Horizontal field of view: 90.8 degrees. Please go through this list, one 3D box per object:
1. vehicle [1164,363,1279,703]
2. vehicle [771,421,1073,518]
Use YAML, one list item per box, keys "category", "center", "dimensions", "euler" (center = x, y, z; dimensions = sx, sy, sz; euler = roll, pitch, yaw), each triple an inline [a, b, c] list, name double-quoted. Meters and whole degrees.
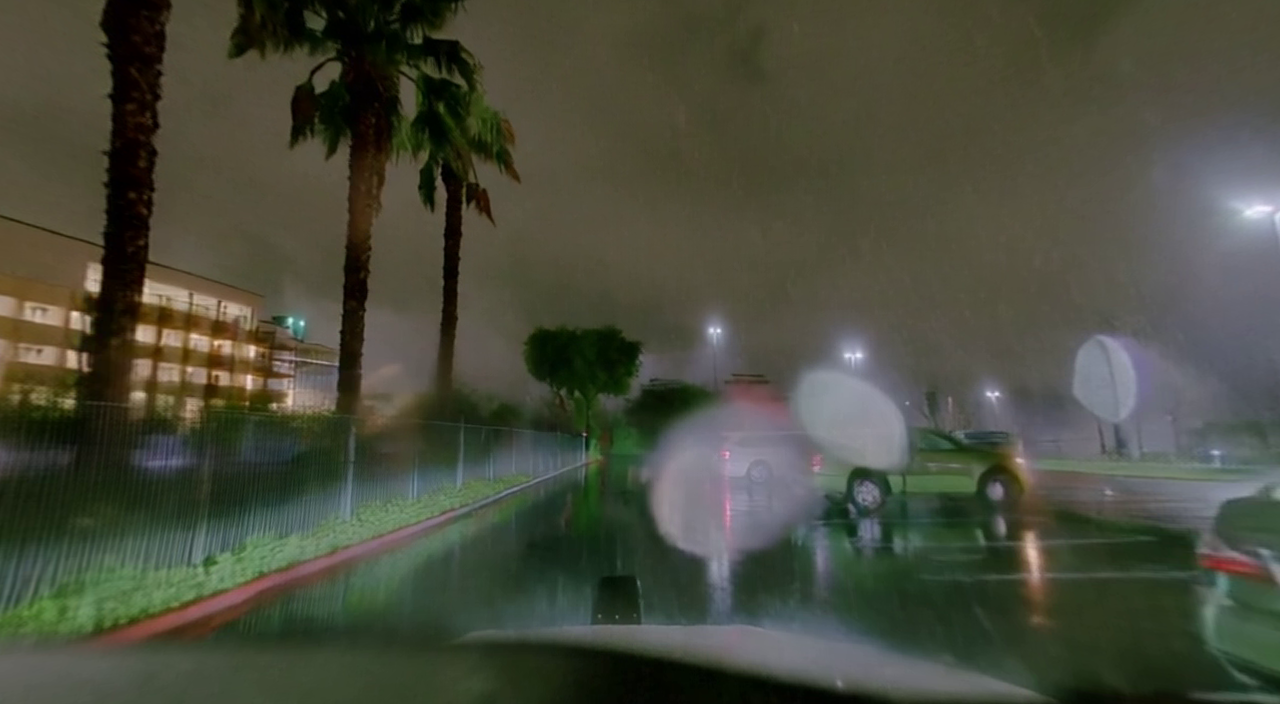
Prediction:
- category: "vehicle"
  center: [5.037, 0.881, 2.236]
  dimensions: [4.803, 1.520, 1.894]
  euler: [3, -7, -2]
- category: "vehicle"
  center: [5.711, 2.420, 13.327]
  dimensions: [5.381, 1.826, 2.047]
  euler: [0, -9, -4]
